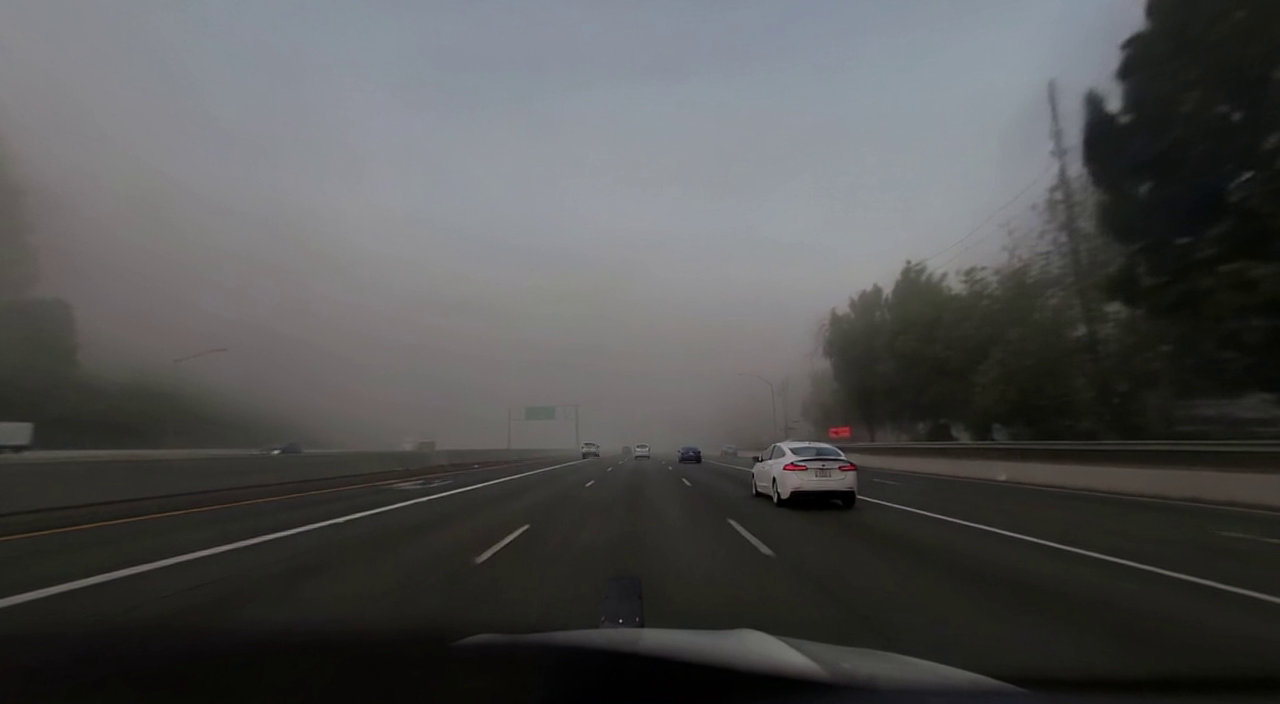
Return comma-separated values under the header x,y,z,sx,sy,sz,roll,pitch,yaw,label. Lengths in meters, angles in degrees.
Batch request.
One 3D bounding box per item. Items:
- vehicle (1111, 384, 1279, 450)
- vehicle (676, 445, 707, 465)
x,y,z,sx,sy,sz,roll,pitch,yaw,label
42.177,5.079,46.284,2.955,4.183,15.830,0,-9,0,vehicle
3.972,8.021,49.256,2.076,1.506,4.050,0,-9,1,vehicle
